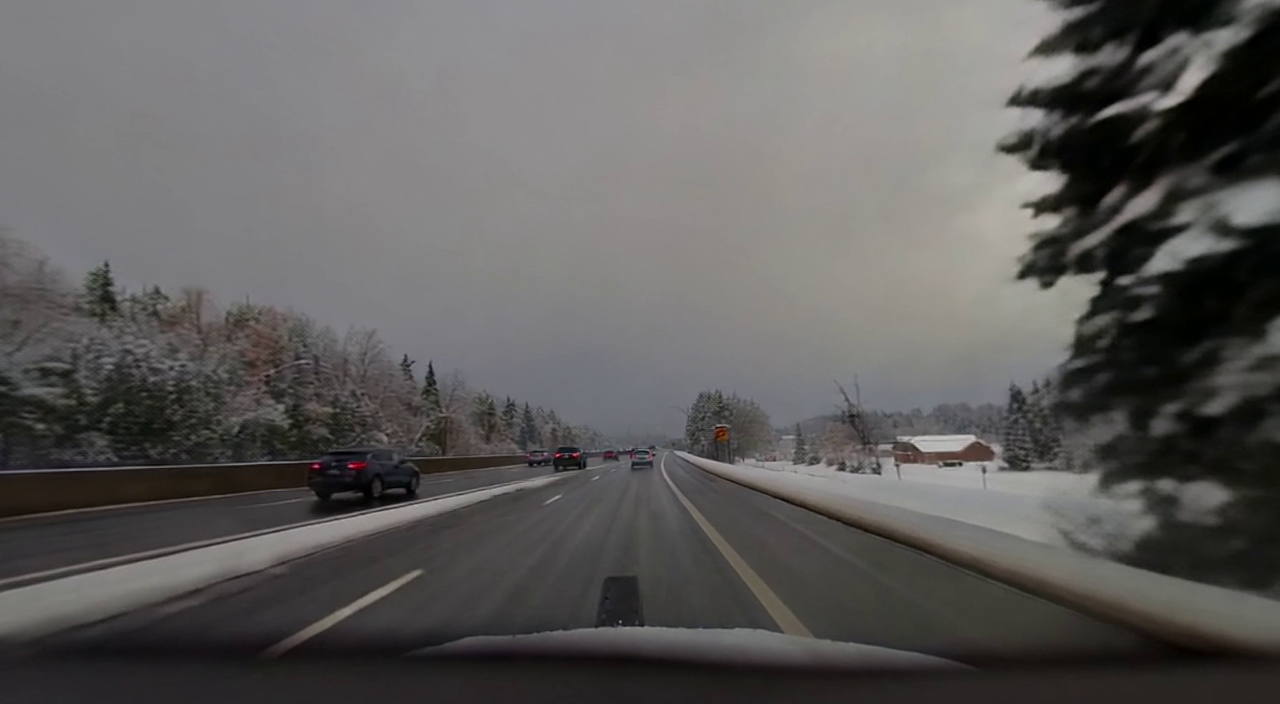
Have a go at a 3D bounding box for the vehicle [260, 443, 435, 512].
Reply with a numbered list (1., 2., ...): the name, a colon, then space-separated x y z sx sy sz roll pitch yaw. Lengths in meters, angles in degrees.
1. vehicle: -7.578 3.284 17.101 2.102 1.562 4.884 -1 -9 5

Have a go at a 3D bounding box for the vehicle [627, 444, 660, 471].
1. vehicle: 0.266 7.344 44.022 2.179 1.742 4.396 0 -9 2
